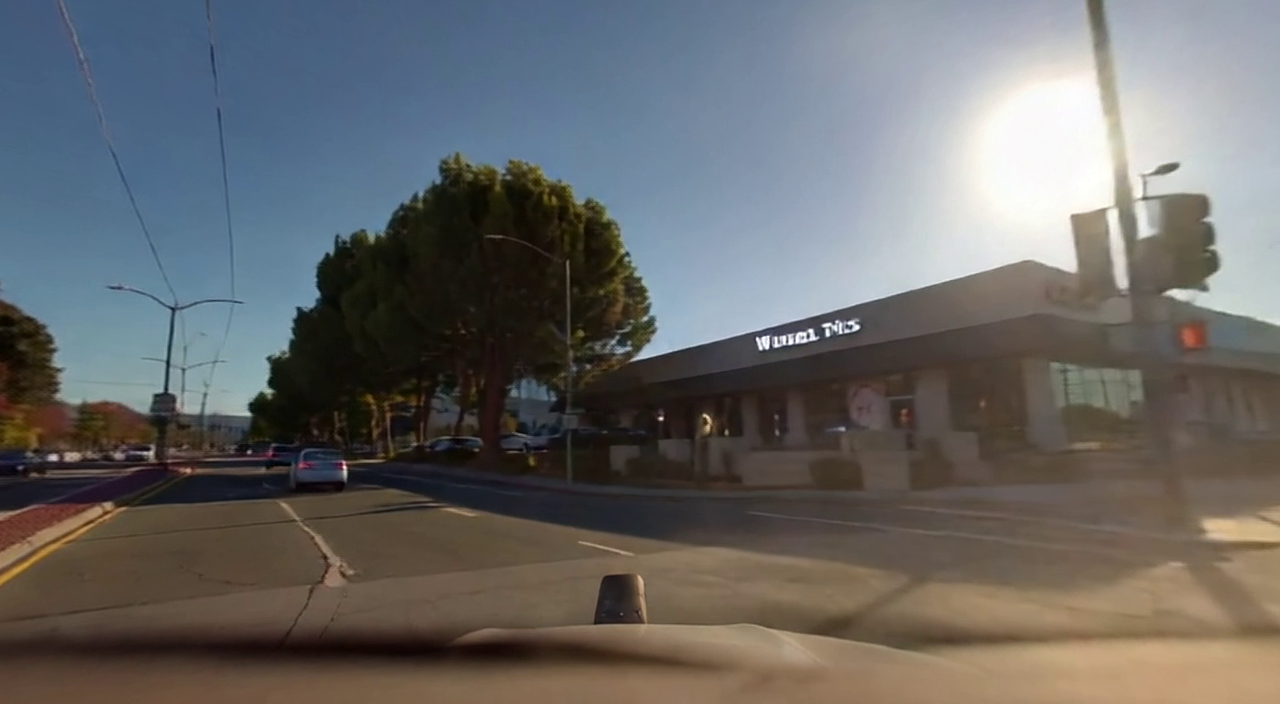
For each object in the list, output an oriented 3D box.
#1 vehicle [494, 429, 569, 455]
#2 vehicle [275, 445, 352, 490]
[{"bbox_3d":[-7.880,6.582,46.125,4.851,1.737,2.189,6,-10,-36],"label":"vehicle"},{"bbox_3d":[-13.588,4.713,26.171,2.197,1.642,4.312,6,-10,-34],"label":"vehicle"}]
